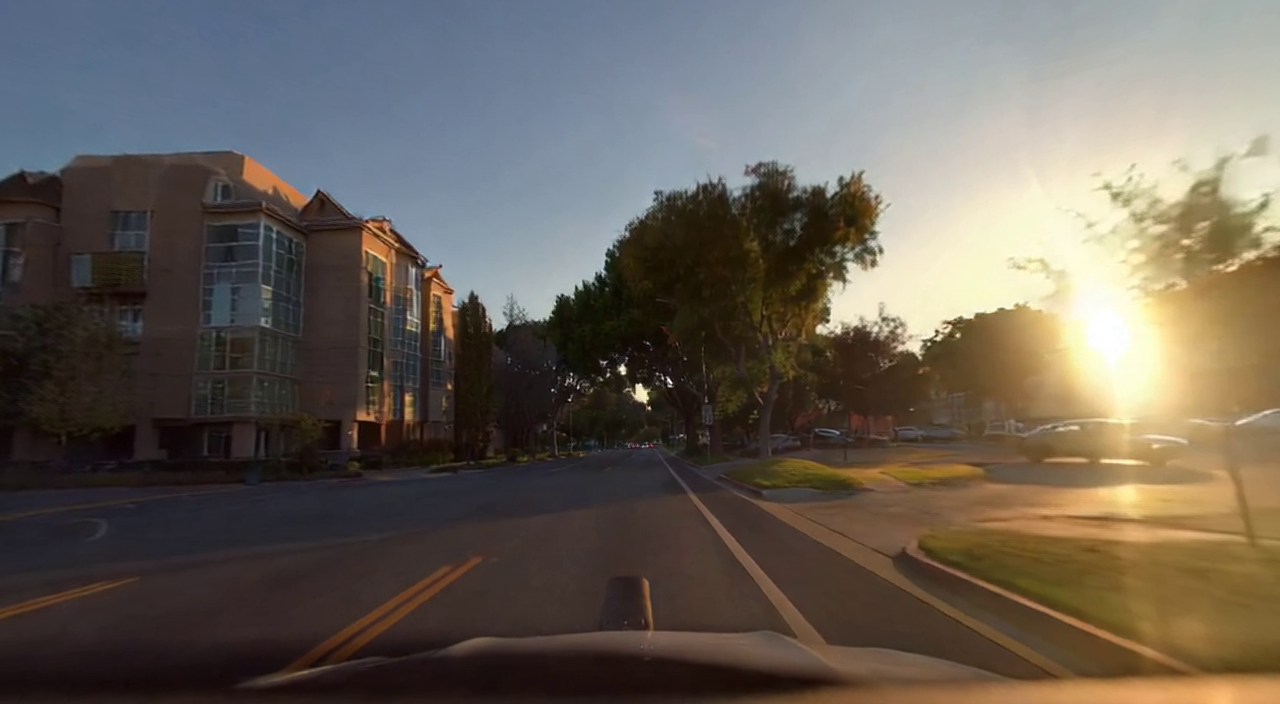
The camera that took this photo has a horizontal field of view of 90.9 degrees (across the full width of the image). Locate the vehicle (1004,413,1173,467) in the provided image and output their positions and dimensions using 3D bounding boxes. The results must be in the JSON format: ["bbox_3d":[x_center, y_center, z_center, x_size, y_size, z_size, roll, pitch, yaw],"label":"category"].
[{"bbox_3d":[13.723,2.762,19.713,1.927,1.464,4.644,0,-8,1],"label":"vehicle"}]

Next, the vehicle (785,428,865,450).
[{"bbox_3d":[12.723,6.012,43.602,4.955,1.489,2.002,0,-8,2],"label":"vehicle"}]

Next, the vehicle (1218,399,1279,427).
[{"bbox_3d":[40.601,3.972,40.744,1.932,1.631,4.750,0,-8,0],"label":"vehicle"}]
